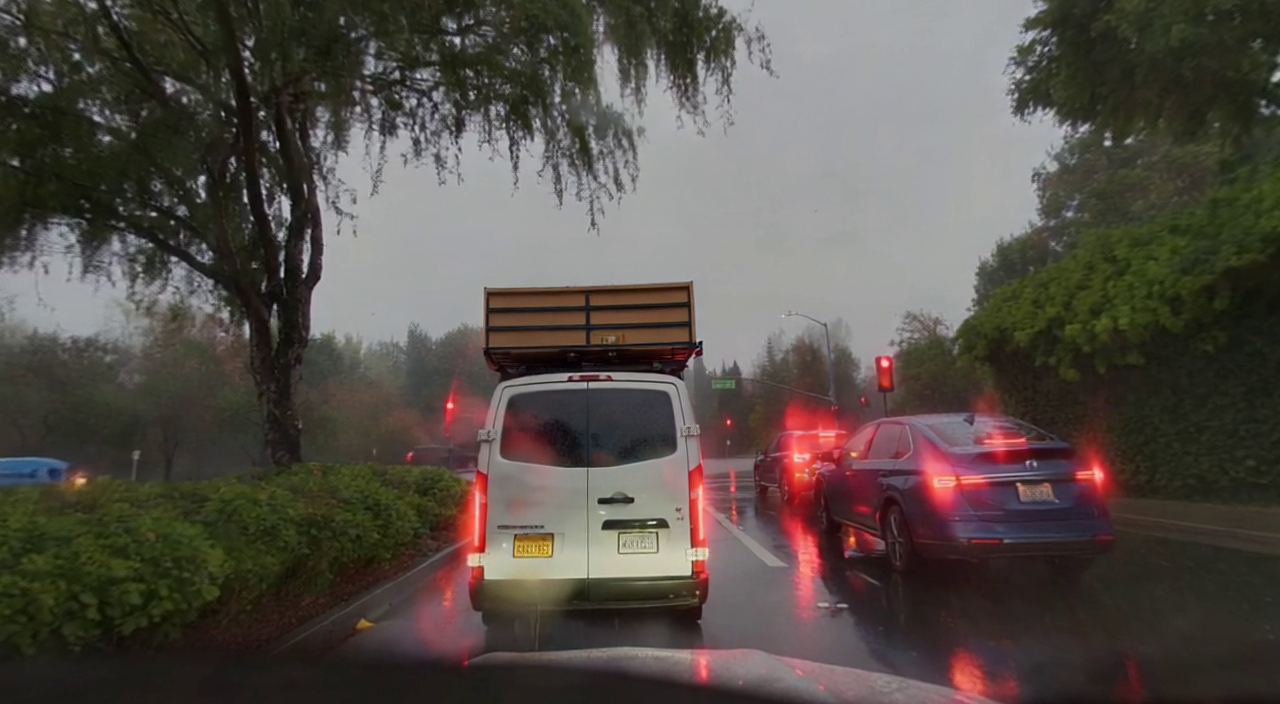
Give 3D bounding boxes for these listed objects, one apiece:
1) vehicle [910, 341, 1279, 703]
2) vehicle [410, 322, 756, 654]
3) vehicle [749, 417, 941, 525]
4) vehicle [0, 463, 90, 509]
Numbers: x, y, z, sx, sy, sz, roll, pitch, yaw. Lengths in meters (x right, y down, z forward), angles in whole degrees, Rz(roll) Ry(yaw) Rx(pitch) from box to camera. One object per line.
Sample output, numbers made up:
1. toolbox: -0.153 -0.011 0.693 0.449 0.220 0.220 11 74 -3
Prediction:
1. vehicle: 3.452 0.943 3.415 1.965 1.671 4.146 0 -9 -3
2. vehicle: -0.362 1.154 6.195 2.145 2.089 4.309 0 -9 0
3. vehicle: 3.658 2.215 12.263 2.024 1.692 4.252 1 -9 -4
4. vehicle: -28.548 5.994 28.394 5.241 1.894 2.257 1 -9 -7
